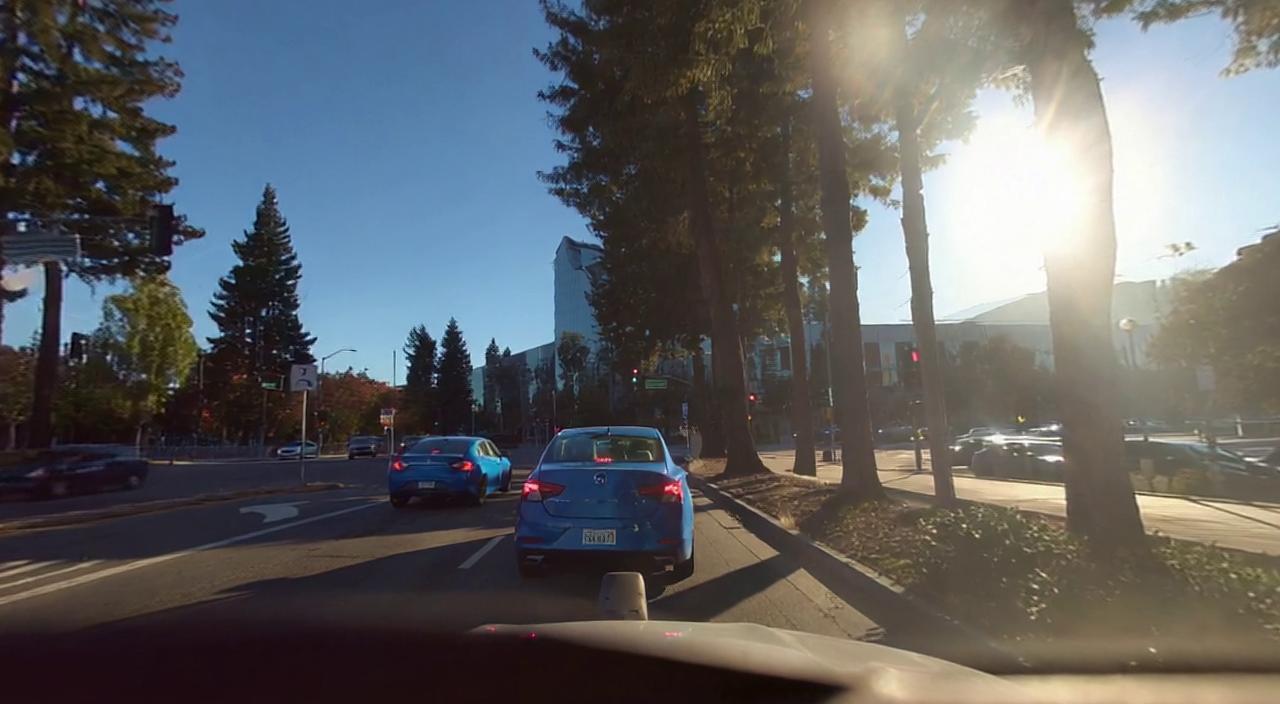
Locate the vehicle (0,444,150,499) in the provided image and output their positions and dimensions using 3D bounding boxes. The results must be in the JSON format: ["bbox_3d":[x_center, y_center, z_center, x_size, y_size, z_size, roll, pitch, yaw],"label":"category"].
[{"bbox_3d":[-20.111,4.133,22.273,1.982,1.712,4.511,0,-8,0],"label":"vehicle"}]

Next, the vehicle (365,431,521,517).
[{"bbox_3d":[-3.745,2.380,12.798,1.998,1.452,3.773,0,-8,-1],"label":"vehicle"}]

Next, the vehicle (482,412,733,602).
[{"bbox_3d":[-0.361,1.577,7.338,2.045,1.533,4.183,0,-8,-3],"label":"vehicle"}]

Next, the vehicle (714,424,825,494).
[{"bbox_3d":[3.426,2.922,17.569,2.028,1.678,4.220,0,-8,-2],"label":"vehicle"}]

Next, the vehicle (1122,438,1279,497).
[{"bbox_3d":[15.184,2.942,16.325,3.951,1.418,1.842,0,-8,-2],"label":"vehicle"}]
